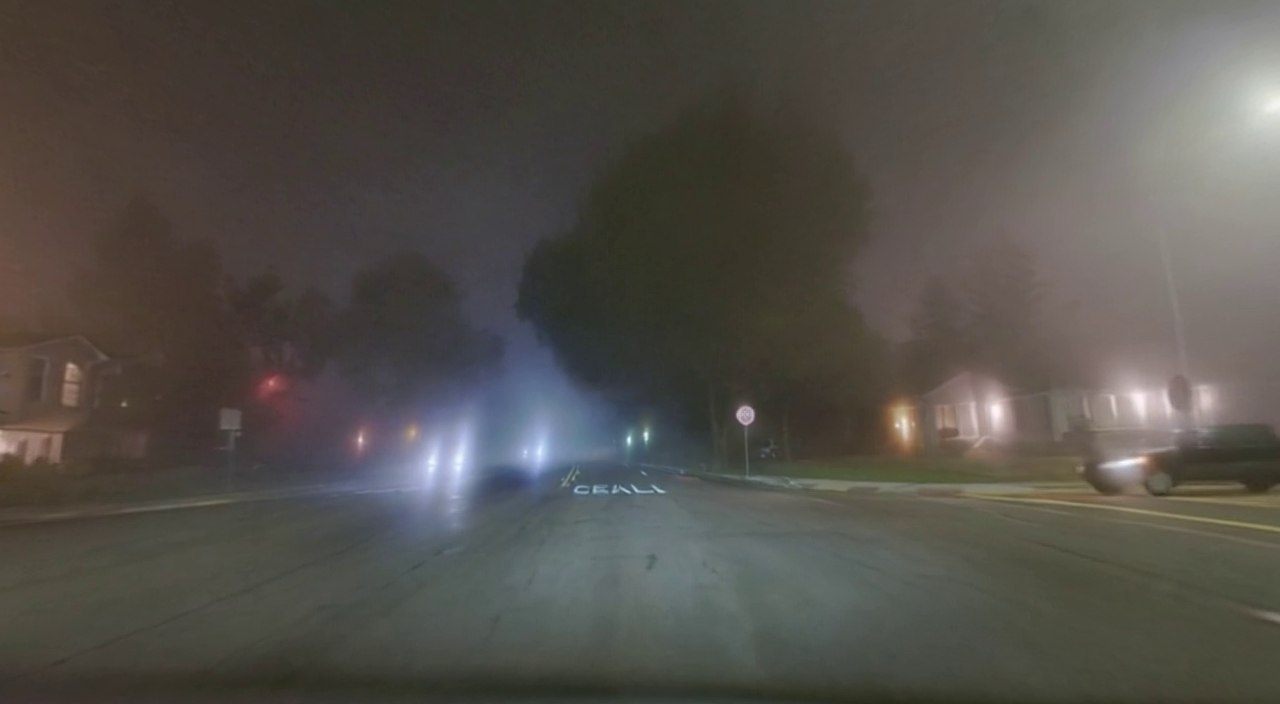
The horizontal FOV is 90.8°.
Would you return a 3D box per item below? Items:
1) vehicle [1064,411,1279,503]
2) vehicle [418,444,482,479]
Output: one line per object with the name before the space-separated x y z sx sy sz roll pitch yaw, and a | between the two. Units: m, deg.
vehicle | 11.591 2.061 12.648 4.702 1.661 1.977 -1 -8 1
vehicle | -10.408 5.999 34.937 2.053 1.727 4.651 -1 -8 0
